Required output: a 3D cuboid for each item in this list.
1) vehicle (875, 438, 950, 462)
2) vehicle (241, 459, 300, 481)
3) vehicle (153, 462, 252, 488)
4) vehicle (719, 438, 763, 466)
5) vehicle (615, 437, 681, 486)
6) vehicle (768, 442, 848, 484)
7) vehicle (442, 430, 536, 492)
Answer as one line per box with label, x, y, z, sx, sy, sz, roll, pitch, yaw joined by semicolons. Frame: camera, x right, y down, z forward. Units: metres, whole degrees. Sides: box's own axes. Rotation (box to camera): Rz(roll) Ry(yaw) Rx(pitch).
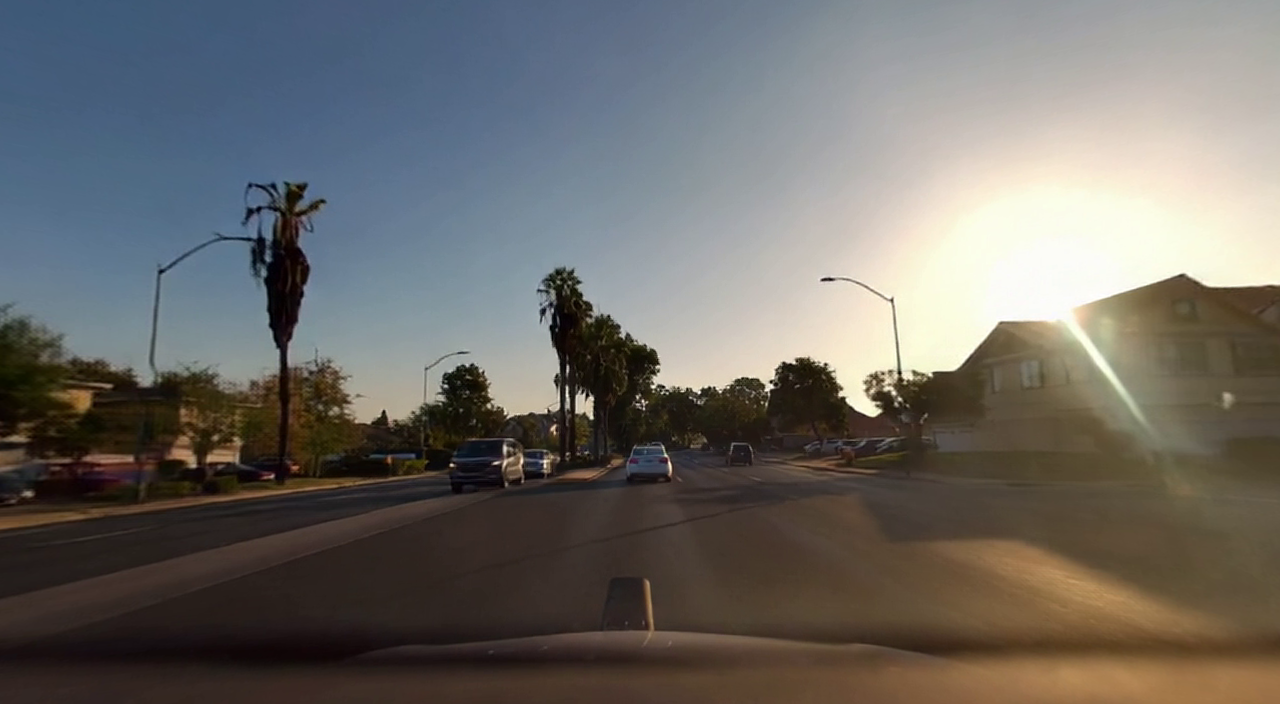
vehicle;19.049;6.847;44.202;4.368;1.499;1.828;-2;-8;2
vehicle;-26.563;8.466;45.485;1.726;1.442;4.081;0;-9;1
vehicle;-26.394;7.411;38.132;4.548;1.441;1.946;0;-8;2
vehicle;7.516;7.506;47.475;2.436;2.010;5.595;0;-9;0
vehicle;0.234;4.125;24.086;2.289;1.679;4.180;0;-9;-1
vehicle;6.411;4.269;24.528;1.897;1.477;4.360;0;-9;0
vehicle;-5.213;3.822;22.488;2.193;1.967;4.600;0;-9;0
